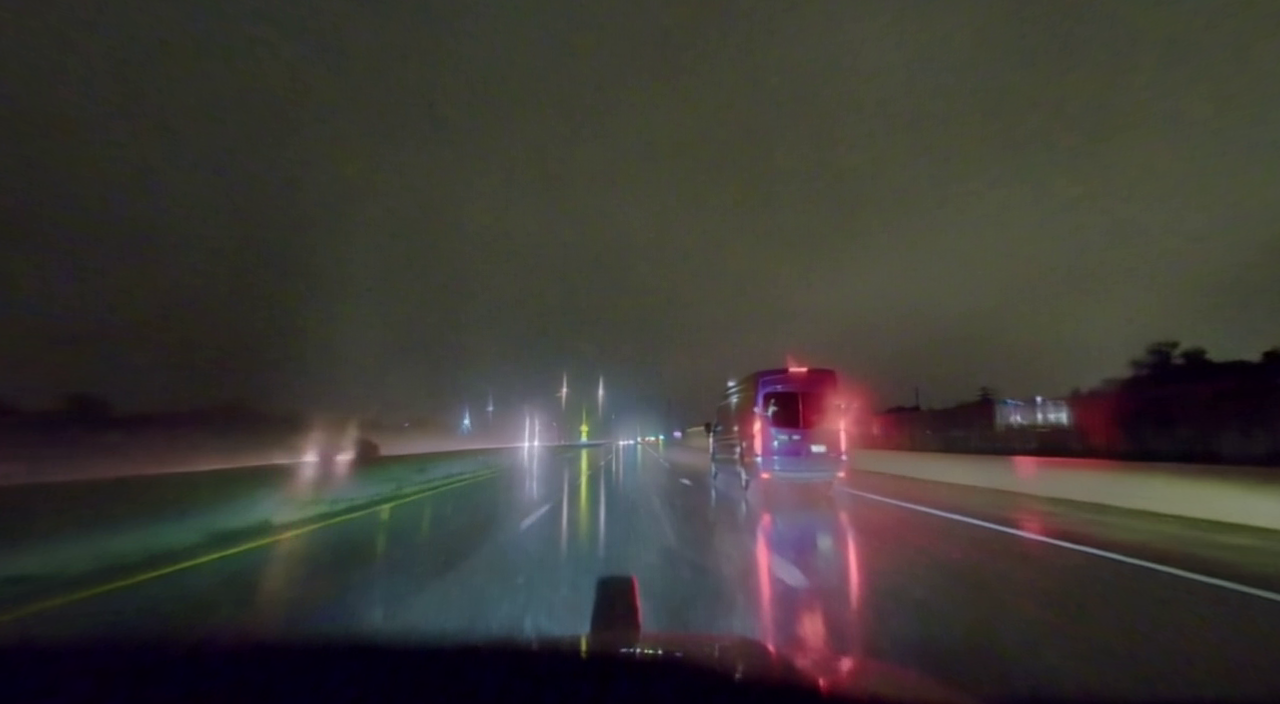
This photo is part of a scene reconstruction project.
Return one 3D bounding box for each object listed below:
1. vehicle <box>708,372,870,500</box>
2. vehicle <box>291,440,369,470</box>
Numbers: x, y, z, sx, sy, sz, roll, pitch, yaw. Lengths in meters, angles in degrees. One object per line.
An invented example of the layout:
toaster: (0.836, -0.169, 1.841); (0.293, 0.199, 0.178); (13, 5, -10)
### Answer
vehicle: (3.508, 2.252, 16.770); (2.431, 2.667, 6.921); (0, -8, -1)
vehicle: (-16.052, 5.322, 32.848); (1.921, 1.433, 4.304); (0, -8, -1)
